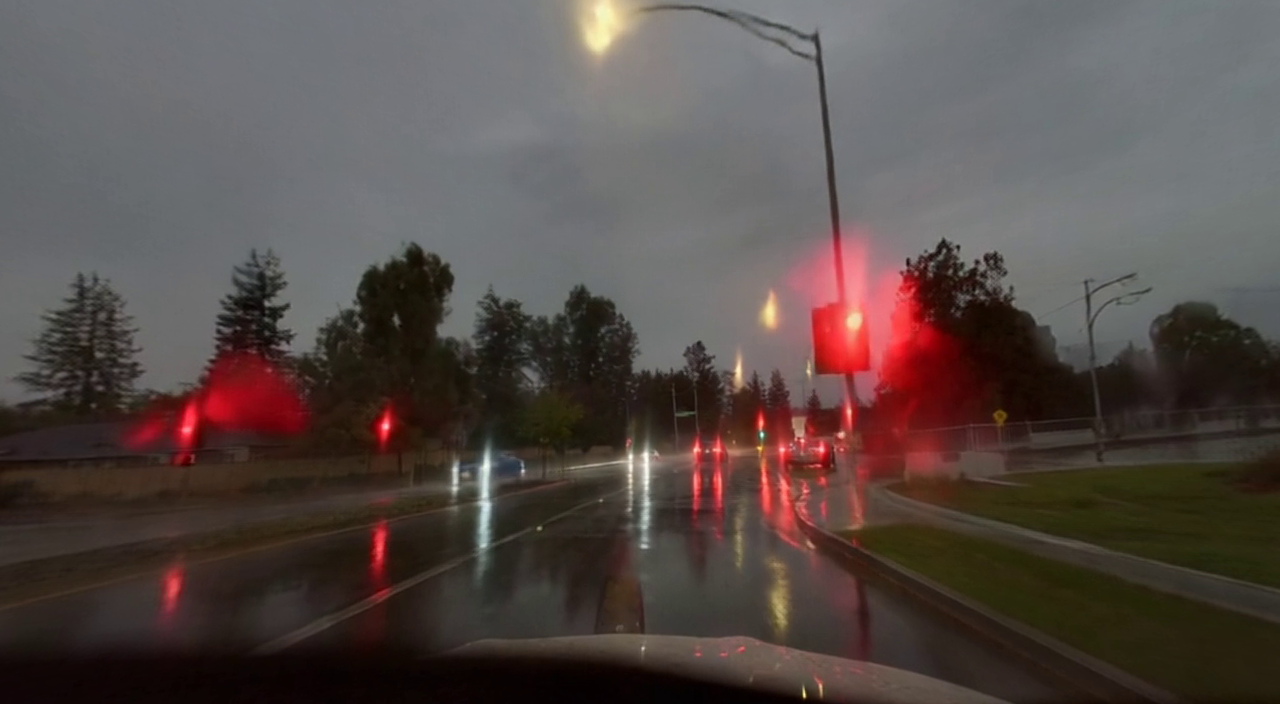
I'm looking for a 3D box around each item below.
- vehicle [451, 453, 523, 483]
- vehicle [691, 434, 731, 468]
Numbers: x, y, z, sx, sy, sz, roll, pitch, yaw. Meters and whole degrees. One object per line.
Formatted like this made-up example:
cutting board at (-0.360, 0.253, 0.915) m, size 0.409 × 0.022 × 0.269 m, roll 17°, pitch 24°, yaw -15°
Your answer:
vehicle at (-8.331, 6.338, 34.781) m, size 1.916 × 1.484 × 4.867 m, roll -2°, pitch -9°, yaw 12°
vehicle at (4.392, 5.964, 38.140) m, size 2.059 × 1.908 × 4.714 m, roll -2°, pitch -9°, yaw 10°
